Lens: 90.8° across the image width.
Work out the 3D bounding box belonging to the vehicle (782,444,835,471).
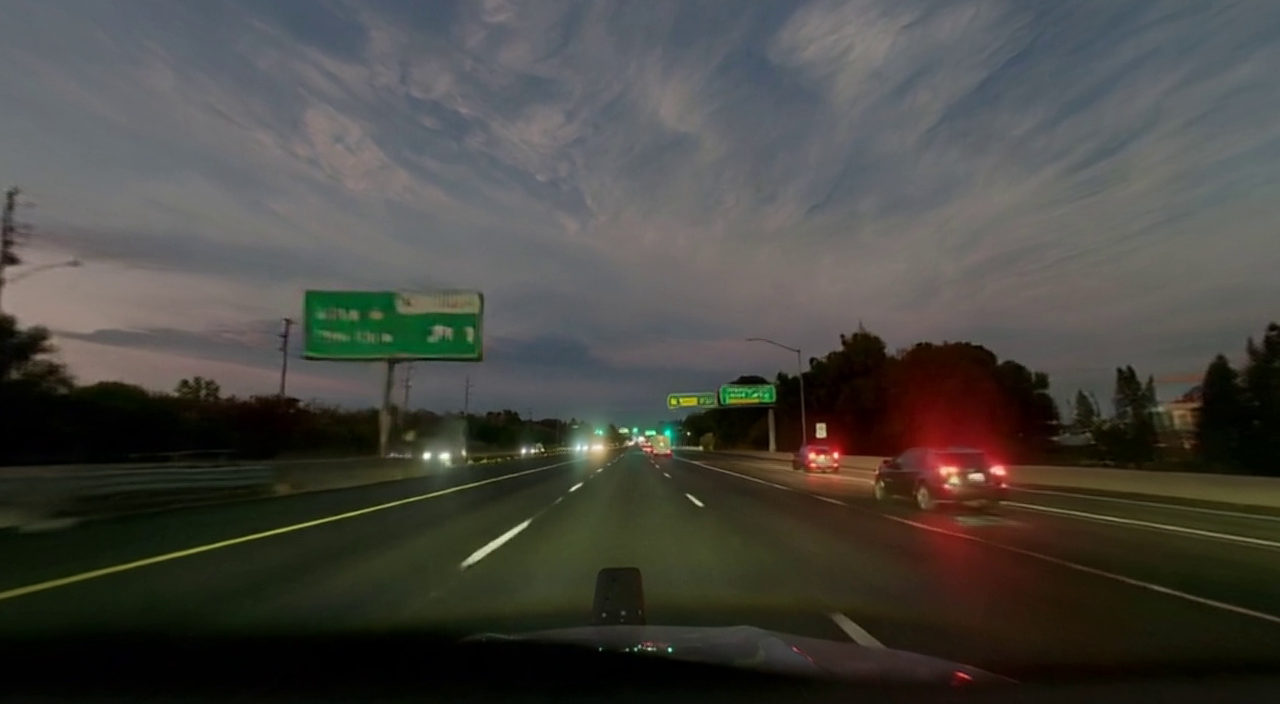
[{"bbox_3d":[9.904,6.238,37.474,1.878,1.509,4.327,0,-8,-1],"label":"vehicle"}]

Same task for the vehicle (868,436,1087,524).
[{"bbox_3d":[6.748,2.587,13.427,1.861,1.500,4.860,0,-8,-2],"label":"vehicle"}]
